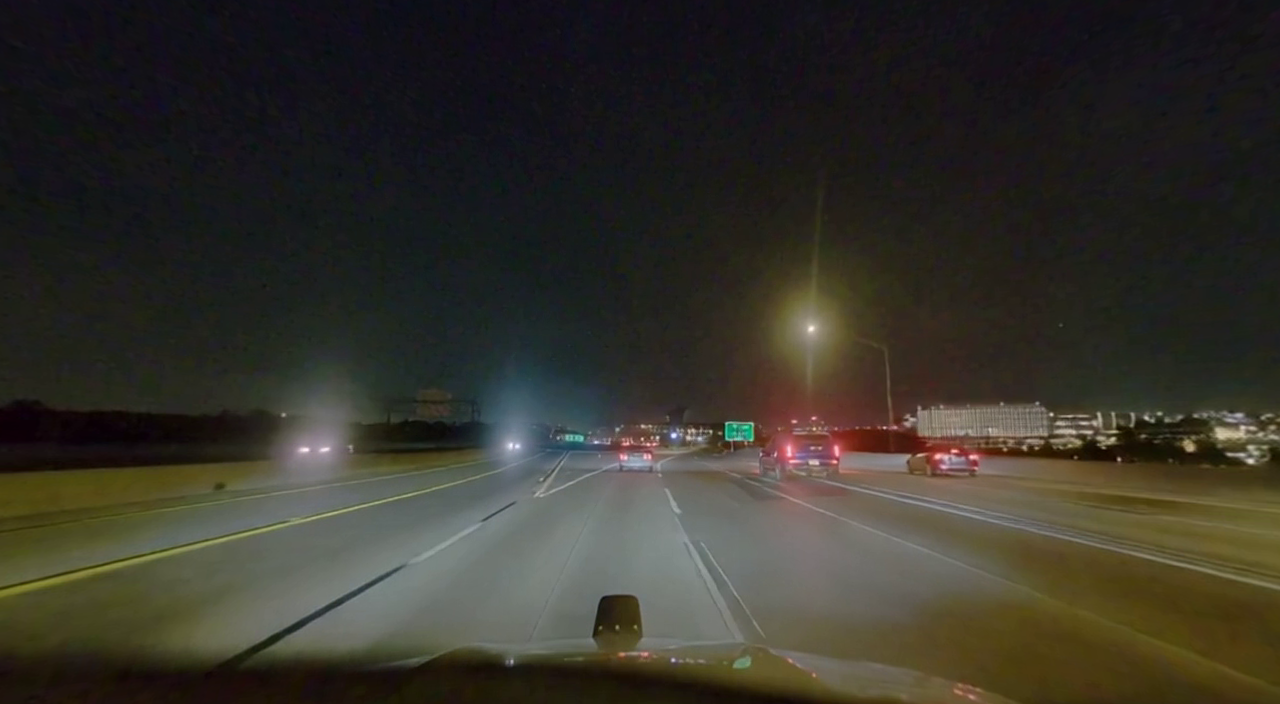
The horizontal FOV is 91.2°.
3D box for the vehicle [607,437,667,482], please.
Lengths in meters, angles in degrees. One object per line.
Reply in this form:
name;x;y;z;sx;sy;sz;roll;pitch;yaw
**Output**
vehicle;-0.027;3.974;23.410;2.055;1.509;4.255;-1;-8;2
